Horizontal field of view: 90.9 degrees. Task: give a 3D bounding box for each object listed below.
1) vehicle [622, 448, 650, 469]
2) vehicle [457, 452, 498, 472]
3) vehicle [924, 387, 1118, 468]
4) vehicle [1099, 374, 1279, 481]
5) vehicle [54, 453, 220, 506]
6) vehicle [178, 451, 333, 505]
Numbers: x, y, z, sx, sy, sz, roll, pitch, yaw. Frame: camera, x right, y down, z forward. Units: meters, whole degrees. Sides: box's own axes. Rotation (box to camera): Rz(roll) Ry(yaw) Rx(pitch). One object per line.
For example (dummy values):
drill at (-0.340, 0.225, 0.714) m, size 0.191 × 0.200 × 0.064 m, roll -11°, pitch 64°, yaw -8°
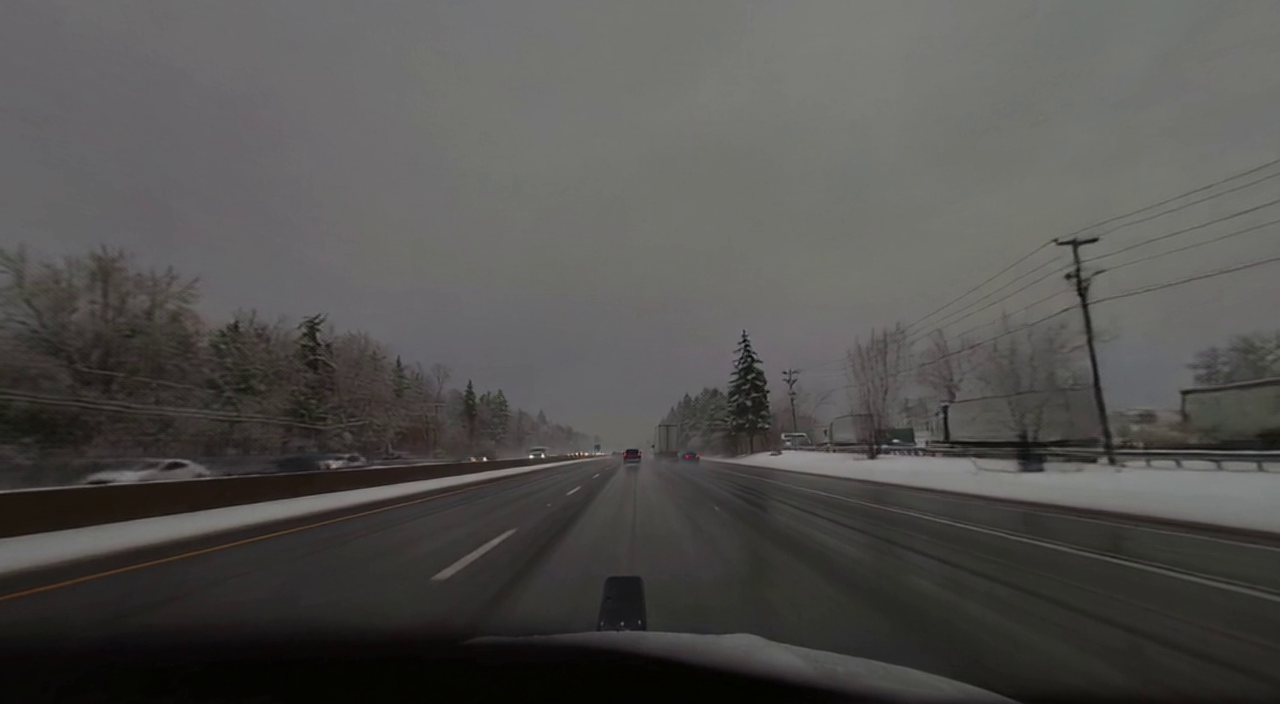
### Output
vehicle at (-0.292, 8.290, 49.242) m, size 2.111 × 1.599 × 3.859 m, roll 0°, pitch -9°, yaw 0°
vehicle at (-12.363, 8.393, 48.119) m, size 1.855 × 1.429 × 4.461 m, roll 0°, pitch -9°, yaw 1°
vehicle at (23.579, 5.148, 40.842) m, size 3.234 × 4.276 × 14.411 m, roll 0°, pitch -9°, yaw -1°
vehicle at (24.127, 3.107, 25.111) m, size 2.849 × 3.732 × 12.220 m, roll -1°, pitch -9°, yaw 2°
vehicle at (-16.008, 4.038, 20.399) m, size 1.862 × 1.473 × 4.209 m, roll 0°, pitch -9°, yaw 0°
vehicle at (-11.941, 3.904, 20.020) m, size 2.010 × 1.472 × 4.552 m, roll 0°, pitch -9°, yaw 0°
